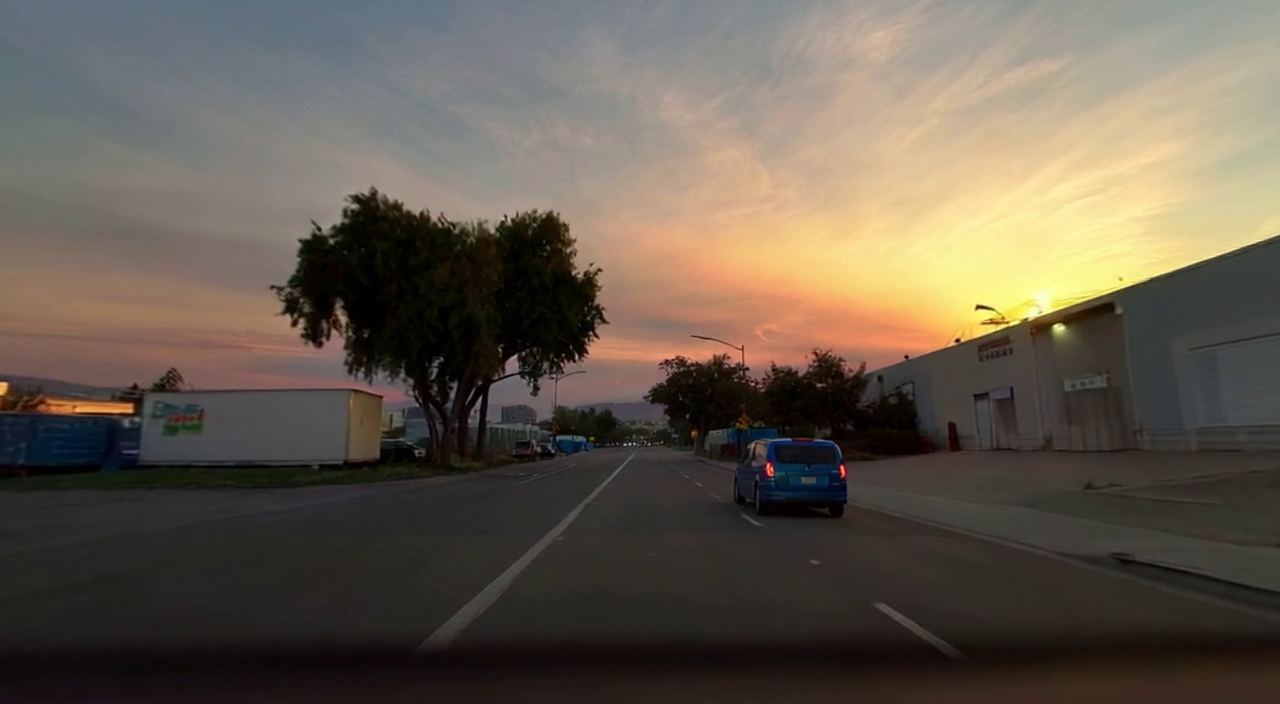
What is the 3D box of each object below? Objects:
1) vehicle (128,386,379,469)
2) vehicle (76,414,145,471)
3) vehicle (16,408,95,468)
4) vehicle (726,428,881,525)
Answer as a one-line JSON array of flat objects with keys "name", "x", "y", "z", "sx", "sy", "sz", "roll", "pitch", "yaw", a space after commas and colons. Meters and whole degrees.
[{"name": "vehicle", "x": -19.821, "y": 4.000, "z": 32.909, "sx": 10.797, "sy": 4.039, "sz": 3.044, "roll": 1, "pitch": -9, "yaw": -1}, {"name": "vehicle", "x": -33.926, "y": 5.849, "z": 40.578, "sx": 2.841, "sy": 3.355, "sz": 7.180, "roll": 7, "pitch": -11, "yaw": -37}, {"name": "vehicle", "x": -42.363, "y": 6.343, "z": 45.946, "sx": 2.814, "sy": 3.937, "sz": 8.351, "roll": 6, "pitch": -10, "yaw": -35}, {"name": "vehicle", "x": 3.433, "y": 2.730, "z": 14.413, "sx": 2.202, "sy": 1.822, "sz": 4.826, "roll": 0, "pitch": -9, "yaw": 0}]
